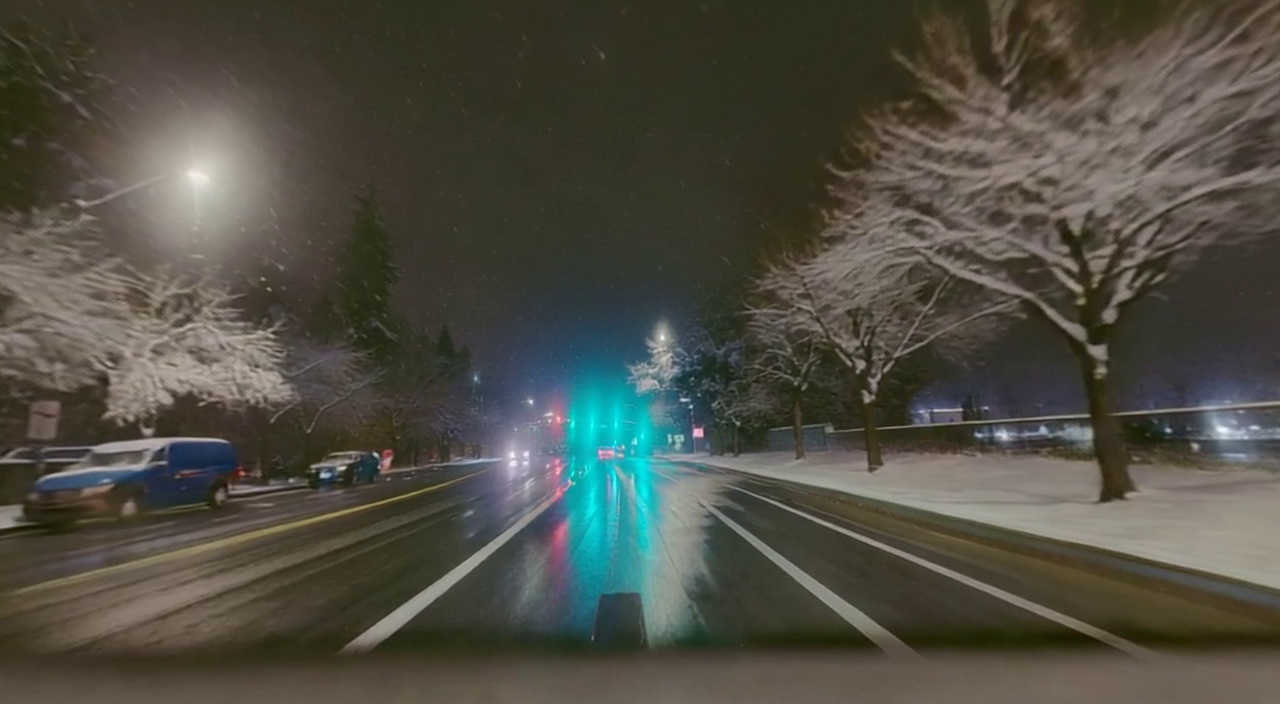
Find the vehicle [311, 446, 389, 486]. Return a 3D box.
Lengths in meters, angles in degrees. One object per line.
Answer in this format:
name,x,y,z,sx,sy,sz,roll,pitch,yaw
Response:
vehicle,-14.181,5.611,31.203,2.090,1.680,4.434,-2,-9,-4

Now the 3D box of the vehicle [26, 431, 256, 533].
vehicle,-13.111,3.346,17.261,2.314,2.144,5.403,-3,-7,-6
